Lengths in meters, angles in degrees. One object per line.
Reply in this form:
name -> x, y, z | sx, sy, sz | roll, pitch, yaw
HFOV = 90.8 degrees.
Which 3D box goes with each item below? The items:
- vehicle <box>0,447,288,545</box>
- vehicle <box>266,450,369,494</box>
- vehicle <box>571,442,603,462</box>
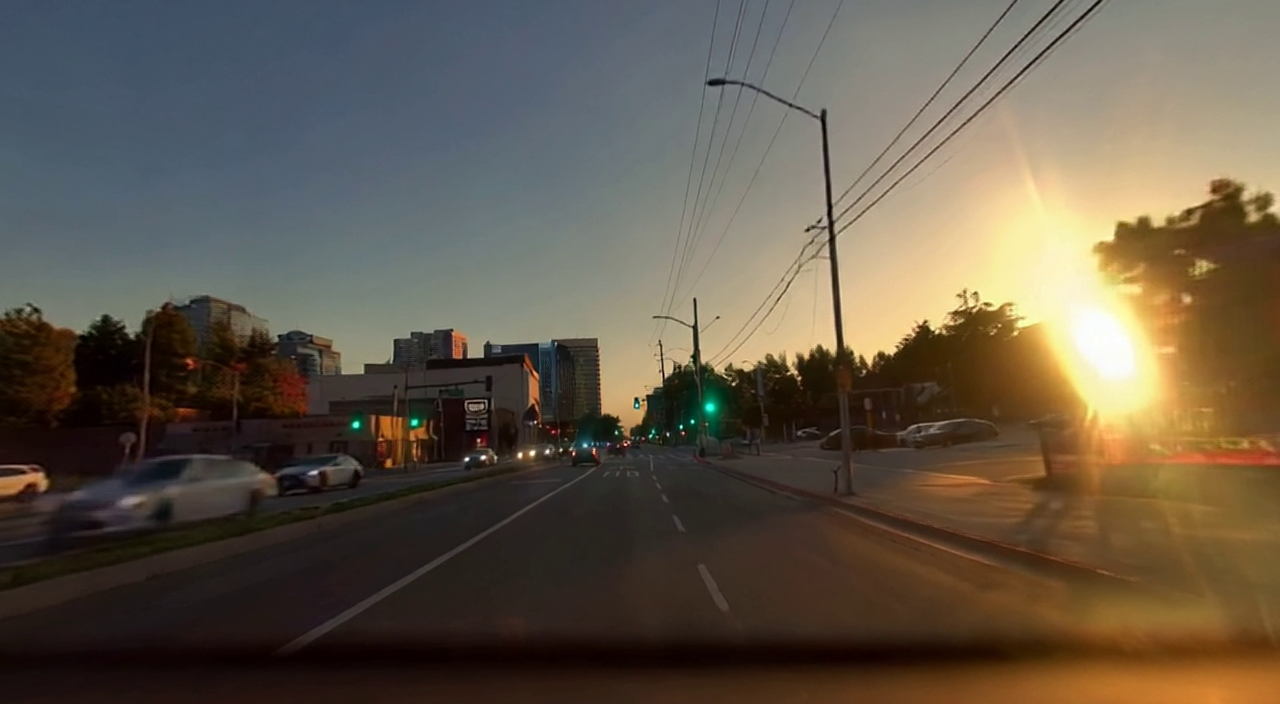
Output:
vehicle -> -9.653, 2.752, 12.910 | 1.994, 1.550, 5.009 | 0, -8, 0
vehicle -> -12.599, 4.675, 25.029 | 1.876, 1.530, 4.198 | 0, -8, 0
vehicle -> -3.900, 7.460, 47.266 | 1.962, 1.420, 4.021 | 0, -8, 1
